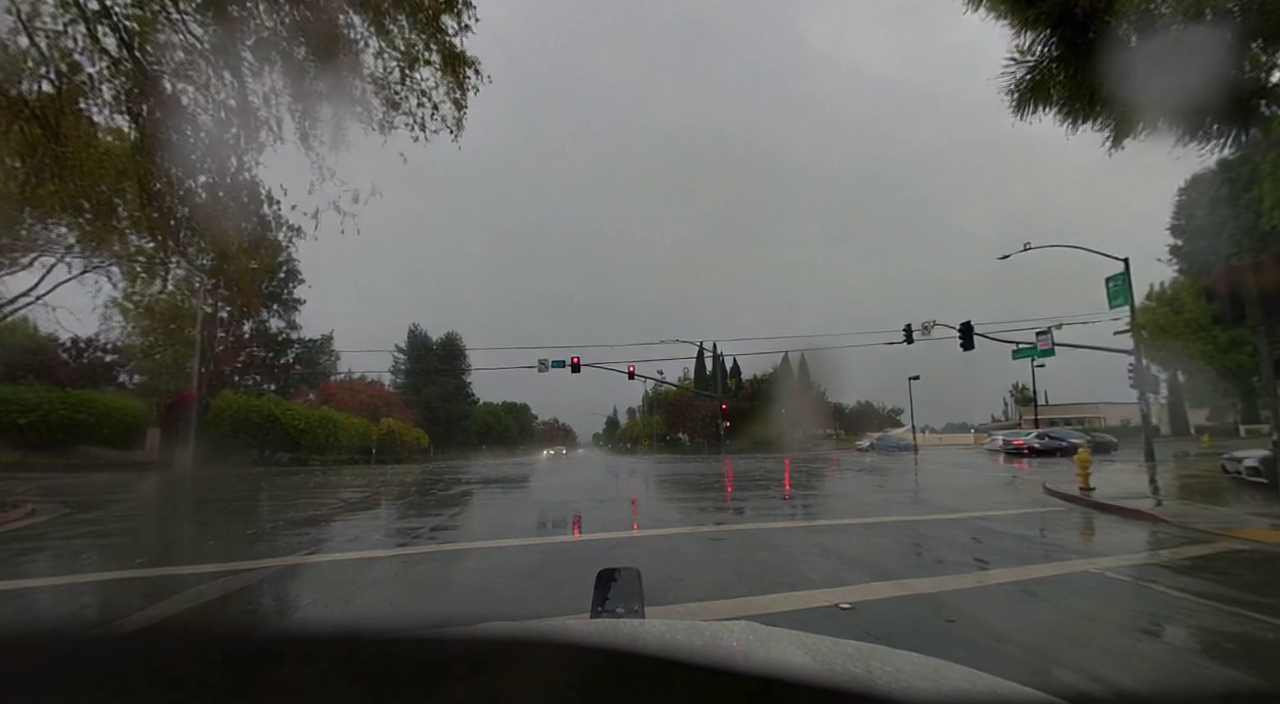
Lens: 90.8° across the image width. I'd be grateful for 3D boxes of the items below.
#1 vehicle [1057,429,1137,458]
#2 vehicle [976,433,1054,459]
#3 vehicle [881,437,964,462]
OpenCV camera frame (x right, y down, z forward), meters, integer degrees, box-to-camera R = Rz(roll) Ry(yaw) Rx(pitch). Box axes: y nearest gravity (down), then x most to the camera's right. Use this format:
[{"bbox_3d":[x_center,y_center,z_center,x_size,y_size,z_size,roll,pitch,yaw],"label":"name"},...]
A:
[{"bbox_3d":[36.027,7.221,49.787,6.148,2.119,2.473,4,-10,-28],"label":"vehicle"},{"bbox_3d":[26.881,6.739,45.296,5.032,1.828,2.183,4,-9,-24],"label":"vehicle"},{"bbox_3d":[18.632,6.435,41.638,5.234,1.549,1.982,4,-9,-24],"label":"vehicle"}]
